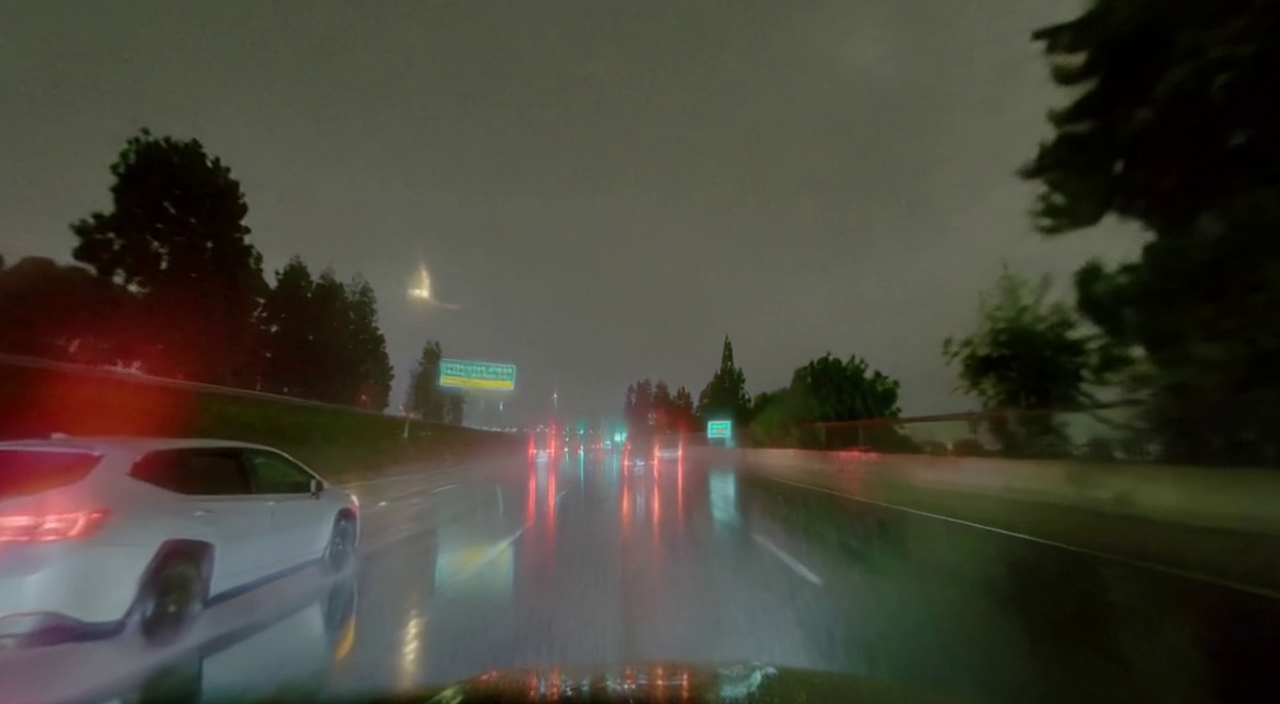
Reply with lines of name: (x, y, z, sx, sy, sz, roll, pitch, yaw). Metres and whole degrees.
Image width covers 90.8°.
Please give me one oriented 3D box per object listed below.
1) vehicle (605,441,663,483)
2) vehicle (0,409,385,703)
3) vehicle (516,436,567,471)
vehicle: (-0.336, 4.205, 24.373, 1.947, 1.437, 4.345, 0, -9, -4)
vehicle: (-4.020, 1.307, 4.862, 2.049, 1.482, 4.981, 0, -9, 0)
vehicle: (-5.273, 5.506, 34.400, 2.244, 1.755, 4.417, 0, -9, -3)
